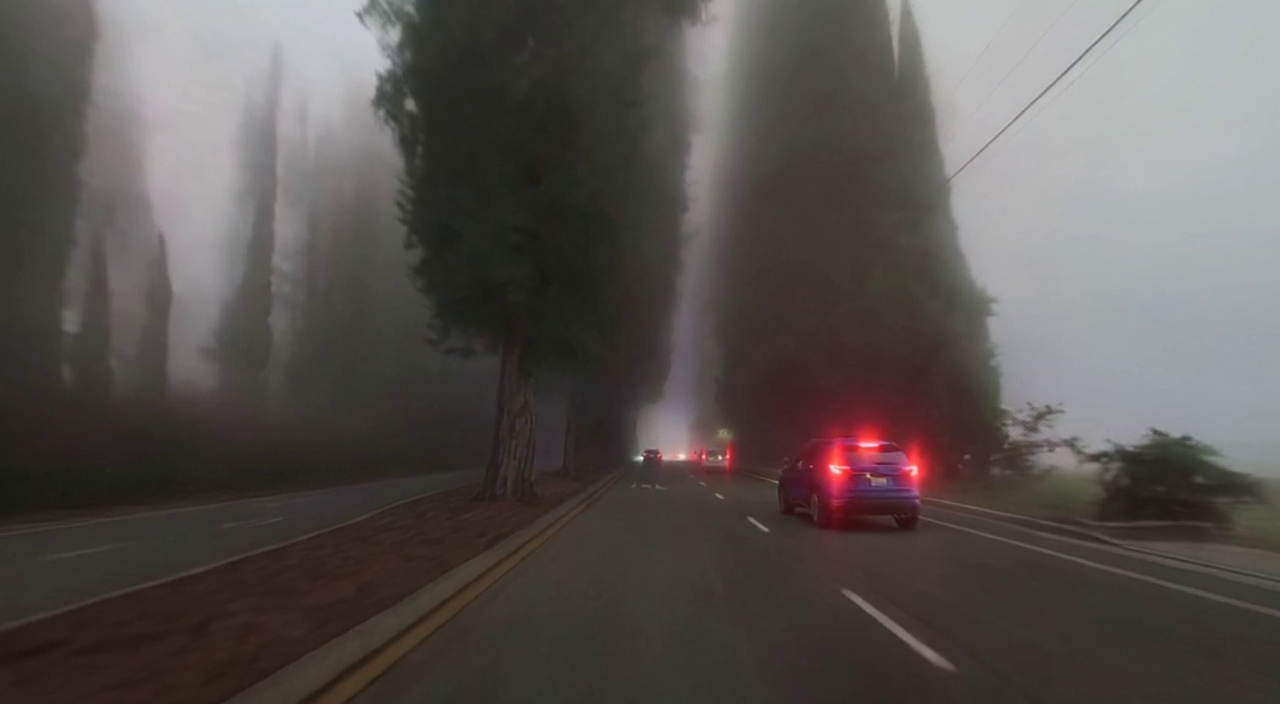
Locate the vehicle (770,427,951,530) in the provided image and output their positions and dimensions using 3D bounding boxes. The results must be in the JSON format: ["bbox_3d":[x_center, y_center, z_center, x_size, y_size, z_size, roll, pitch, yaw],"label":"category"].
[{"bbox_3d":[3.998,2.348,12.316,2.052,1.639,4.123,0,-8,0],"label":"vehicle"}]

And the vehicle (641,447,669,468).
[{"bbox_3d":[1.093,7.971,47.948,2.026,1.466,4.282,0,-8,1],"label":"vehicle"}]

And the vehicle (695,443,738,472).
[{"bbox_3d":[4.598,6.390,38.564,2.110,1.666,3.912,0,-8,0],"label":"vehicle"}]
